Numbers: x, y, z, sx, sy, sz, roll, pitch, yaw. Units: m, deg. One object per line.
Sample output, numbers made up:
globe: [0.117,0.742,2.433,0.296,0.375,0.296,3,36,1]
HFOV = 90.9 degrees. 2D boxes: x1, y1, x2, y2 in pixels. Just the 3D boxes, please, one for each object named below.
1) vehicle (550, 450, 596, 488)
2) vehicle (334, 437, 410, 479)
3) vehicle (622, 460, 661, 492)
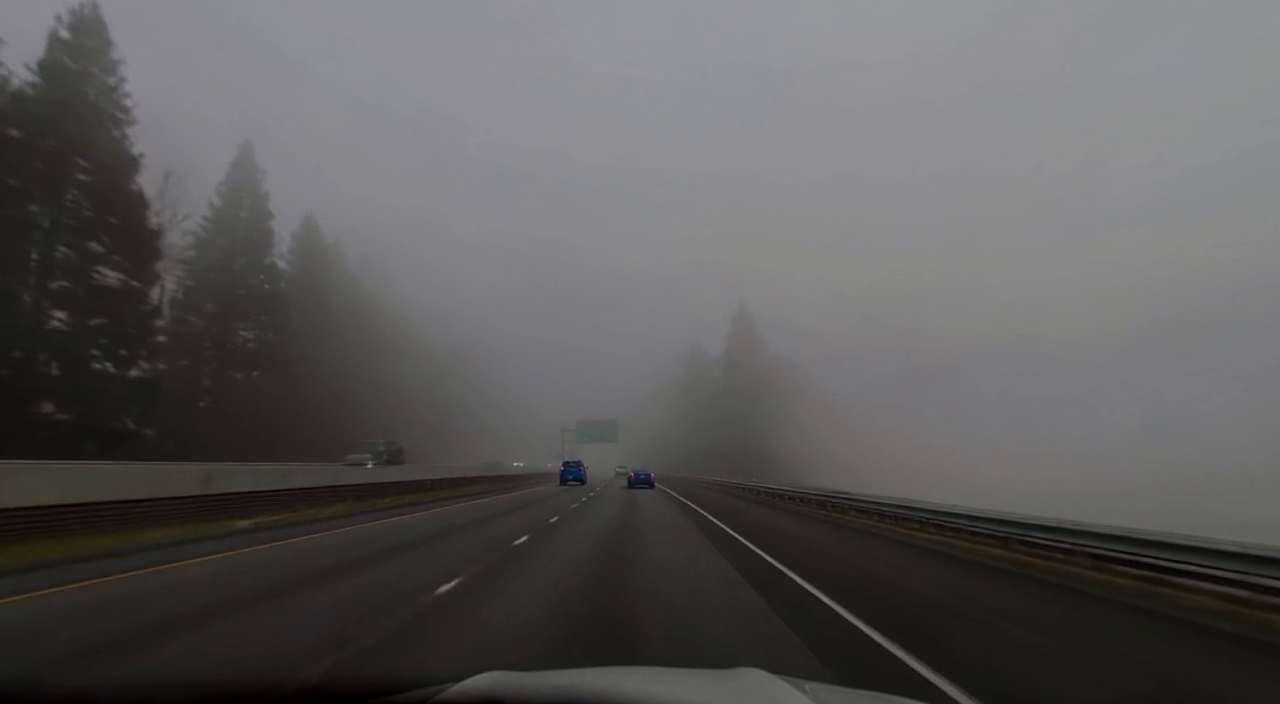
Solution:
vehicle: [-3.989,7.095,38.262,2.237,2.113,4.815,1,-10,0]
vehicle: [-17.865,7.198,42.477,2.332,2.573,6.387,1,-10,-1]
vehicle: [0.052,6.460,32.897,1.905,1.559,3.491,1,-10,-1]
